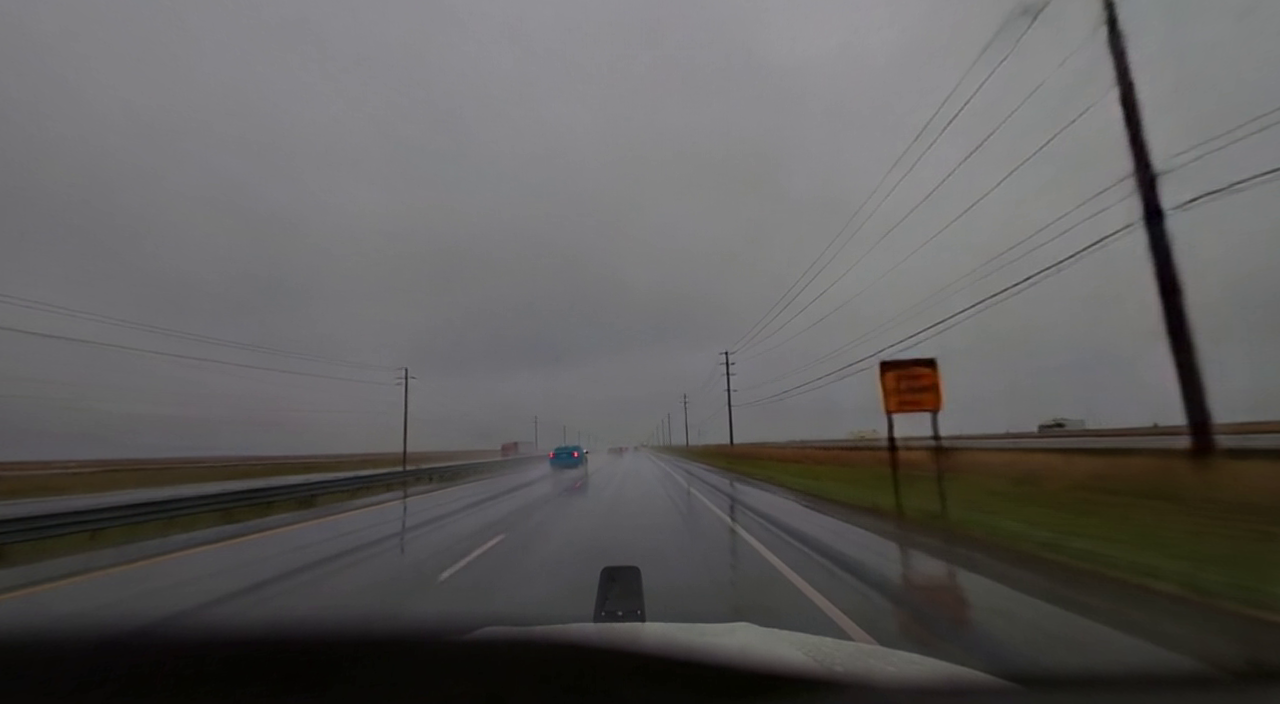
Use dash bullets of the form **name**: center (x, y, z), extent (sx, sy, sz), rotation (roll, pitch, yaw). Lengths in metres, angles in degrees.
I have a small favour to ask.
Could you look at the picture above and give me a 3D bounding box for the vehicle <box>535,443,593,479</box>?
- **vehicle**: center (-3.512, 5.146, 29.897), extent (2.106, 1.543, 4.465), rotation (0, -9, 1)
